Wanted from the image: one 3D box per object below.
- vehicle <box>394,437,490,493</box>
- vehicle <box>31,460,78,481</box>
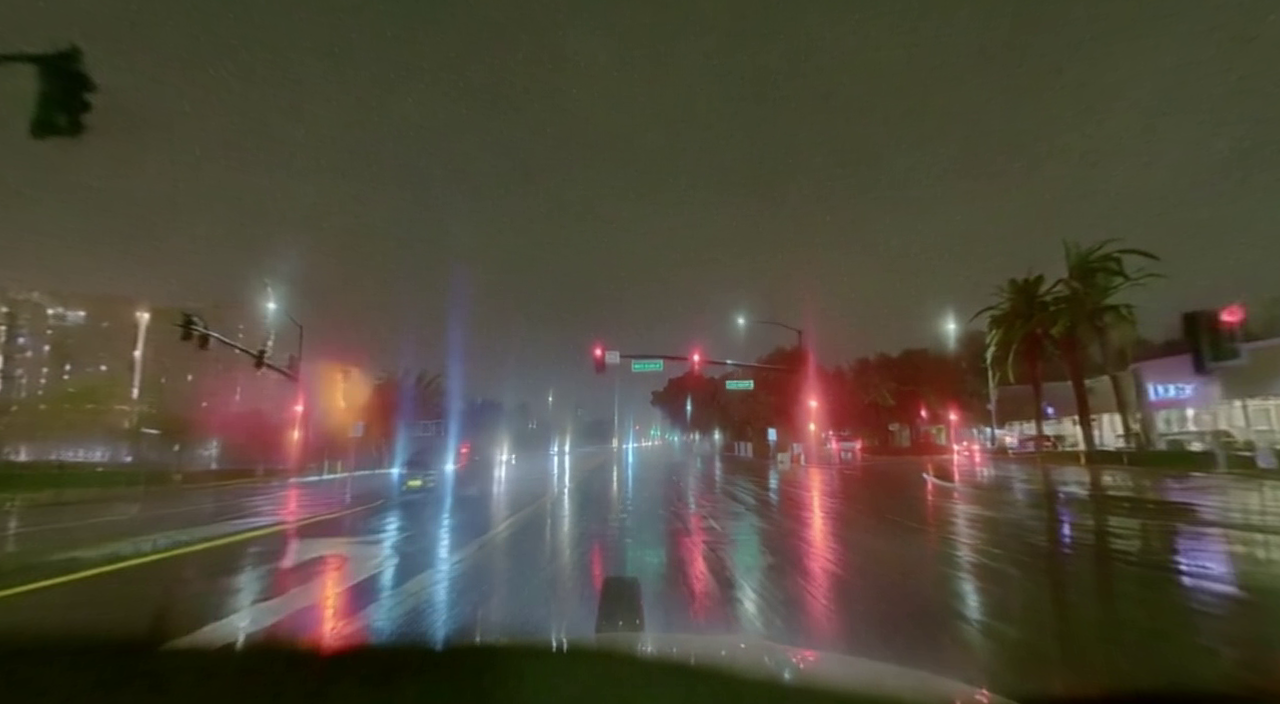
[{"bbox_3d":[-6.642,3.671,20.936,1.990,1.639,3.885,5,-10,-33],"label":"vehicle"},{"bbox_3d":[-46.170,9.365,49.914,1.825,1.489,4.695,3,-11,-32],"label":"vehicle"}]
